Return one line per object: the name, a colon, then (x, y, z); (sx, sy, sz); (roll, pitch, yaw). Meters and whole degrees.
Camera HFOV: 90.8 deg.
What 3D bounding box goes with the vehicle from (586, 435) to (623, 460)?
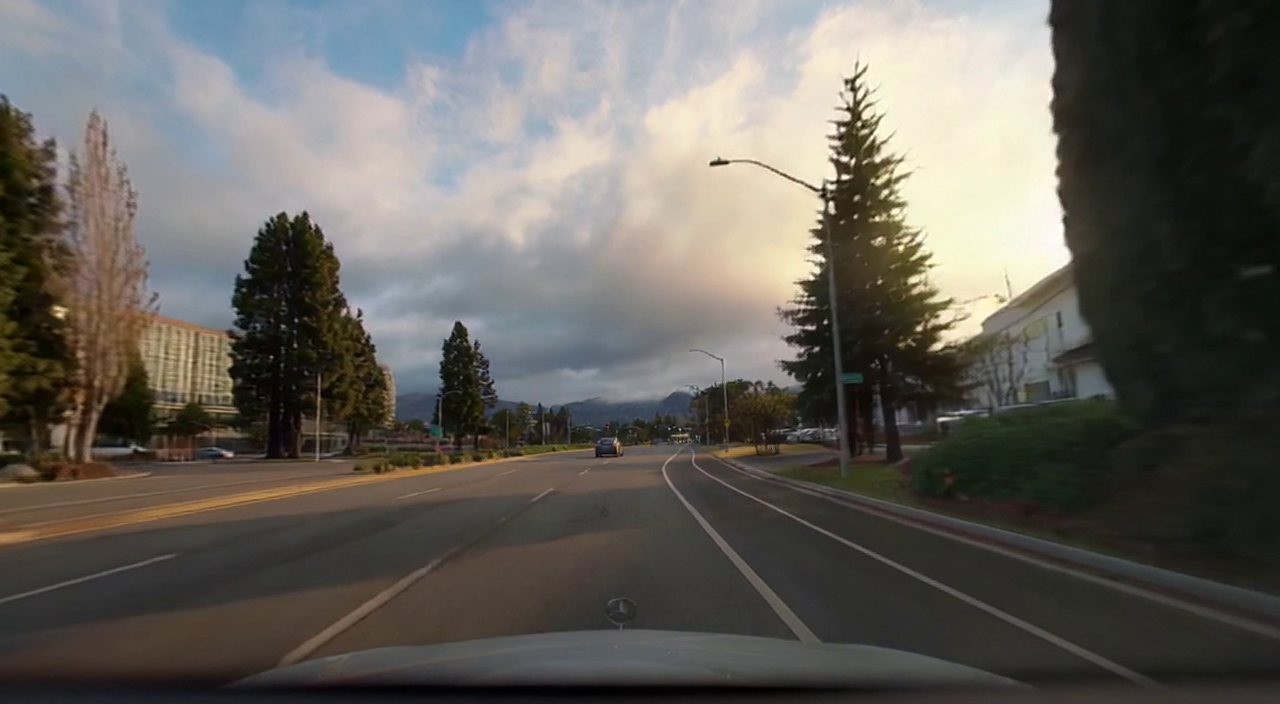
vehicle: (-2.406, 6.684, 44.079); (2.121, 1.654, 3.993); (-1, -8, 3)
